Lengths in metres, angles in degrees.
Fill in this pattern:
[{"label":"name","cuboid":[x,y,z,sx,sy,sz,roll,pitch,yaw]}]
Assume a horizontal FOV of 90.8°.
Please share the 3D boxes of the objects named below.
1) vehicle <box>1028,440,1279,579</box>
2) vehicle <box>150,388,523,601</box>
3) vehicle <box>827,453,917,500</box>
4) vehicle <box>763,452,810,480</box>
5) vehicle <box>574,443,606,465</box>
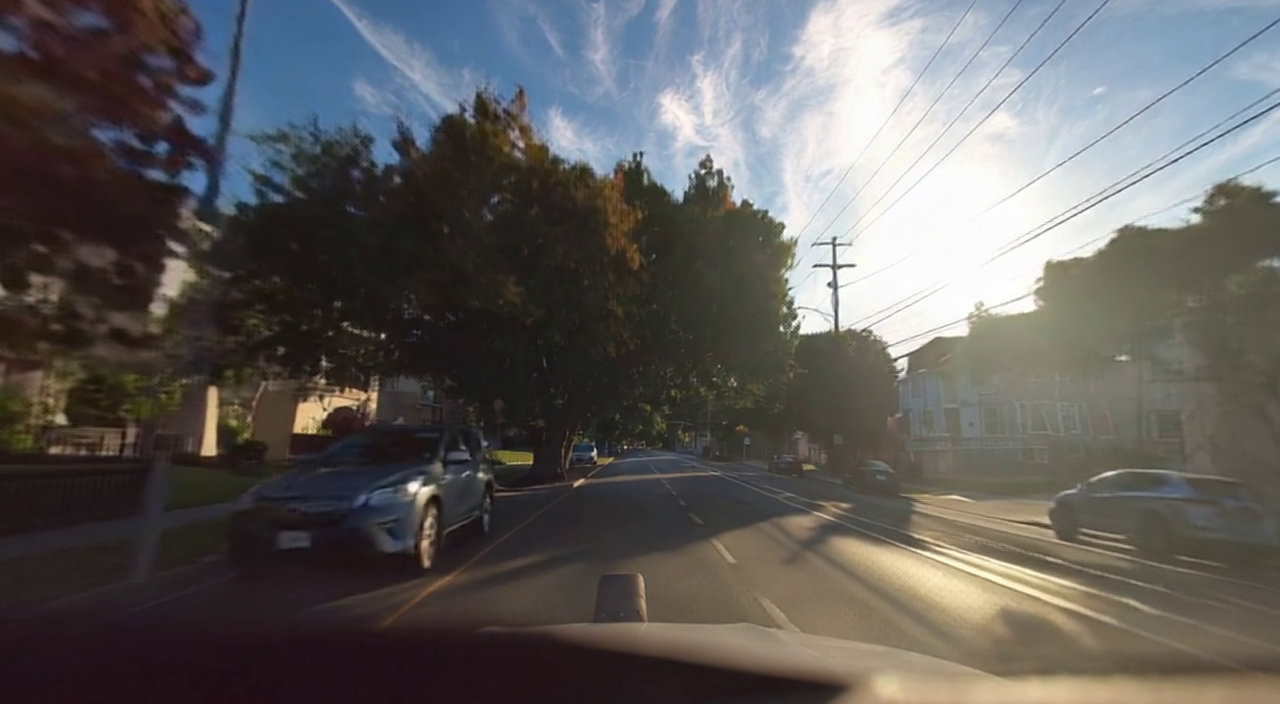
[{"label":"vehicle","cuboid":[9.610,2.711,11.448,2.156,1.882,4.790,8,-9,1]},{"label":"vehicle","cuboid":[-3.285,1.711,8.593,2.290,1.924,5.536,0,-9,0]},{"label":"vehicle","cuboid":[9.607,5.152,26.614,1.977,1.495,4.800,8,-9,1]},{"label":"vehicle","cuboid":[9.464,7.374,41.147,1.930,1.456,4.511,8,-9,2]},{"label":"vehicle","cuboid":[-3.622,7.525,46.769,2.021,1.475,4.523,0,-9,0]}]
